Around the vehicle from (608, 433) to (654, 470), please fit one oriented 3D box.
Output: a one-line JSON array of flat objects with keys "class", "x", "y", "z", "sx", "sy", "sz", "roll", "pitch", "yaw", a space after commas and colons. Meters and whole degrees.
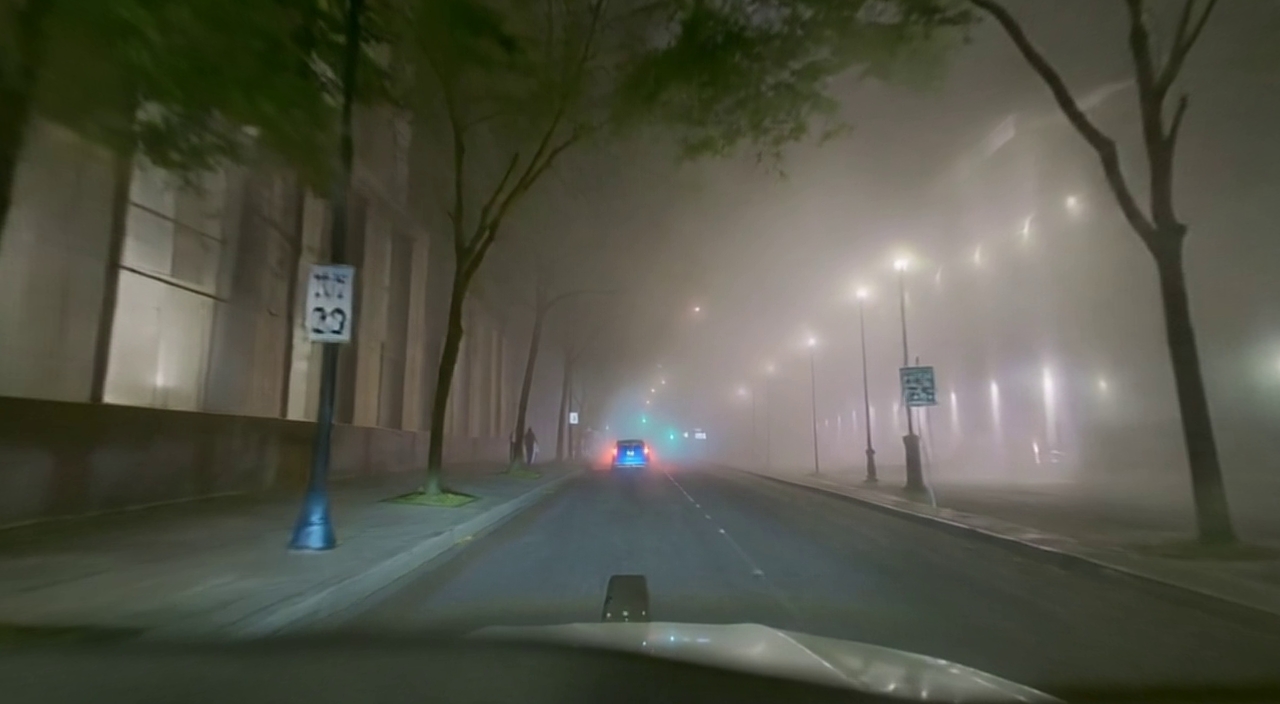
[{"class": "vehicle", "x": -0.450, "y": 4.821, "z": 30.609, "sx": 2.079, "sy": 1.621, "sz": 3.861, "roll": 0, "pitch": -9, "yaw": -1}]
